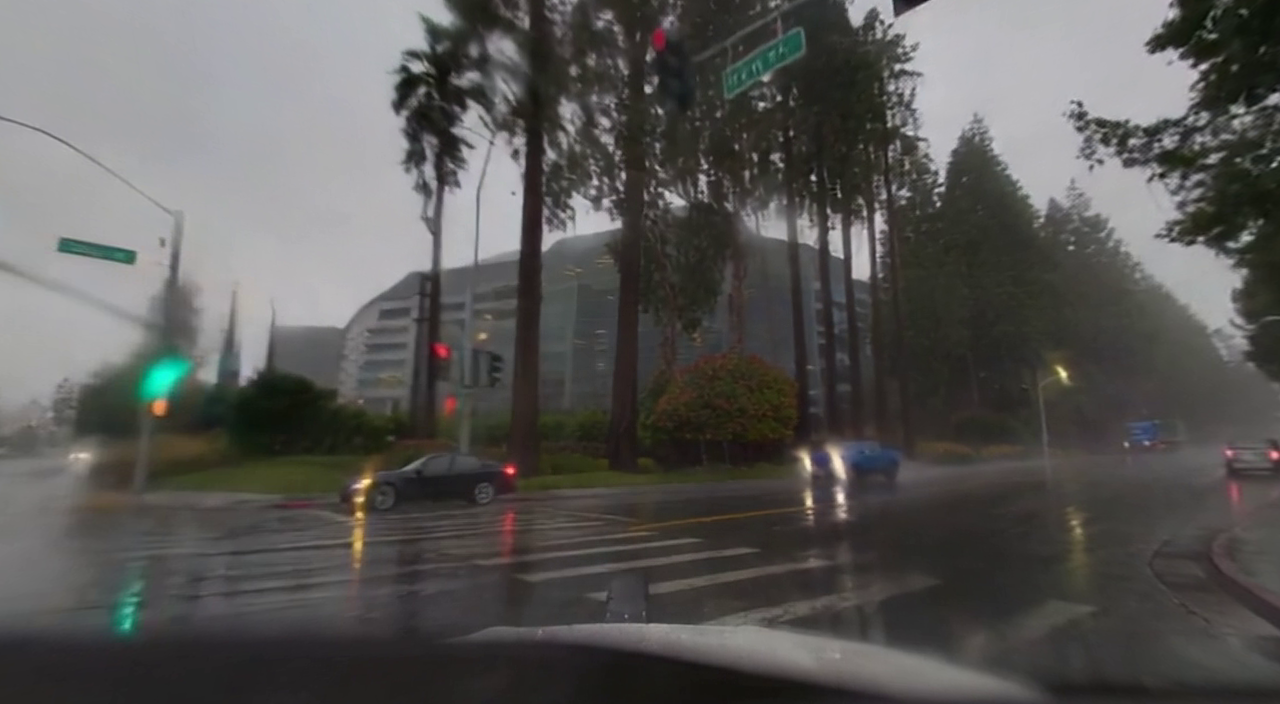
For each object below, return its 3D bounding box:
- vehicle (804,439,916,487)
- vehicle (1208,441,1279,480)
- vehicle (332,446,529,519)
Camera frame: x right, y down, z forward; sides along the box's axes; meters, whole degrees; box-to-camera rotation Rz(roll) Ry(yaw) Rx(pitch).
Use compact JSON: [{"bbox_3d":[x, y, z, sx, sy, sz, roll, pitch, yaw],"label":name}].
[{"bbox_3d":[8.847,4.394,25.132,4.662,1.687,2.145,8,-13,-42],"label":"vehicle"},{"bbox_3d":[26.206,4.636,27.122,4.389,1.509,2.098,8,-13,-43],"label":"vehicle"},{"bbox_3d":[-4.631,2.840,14.158,3.816,1.410,1.757,6,-11,-35],"label":"vehicle"}]
